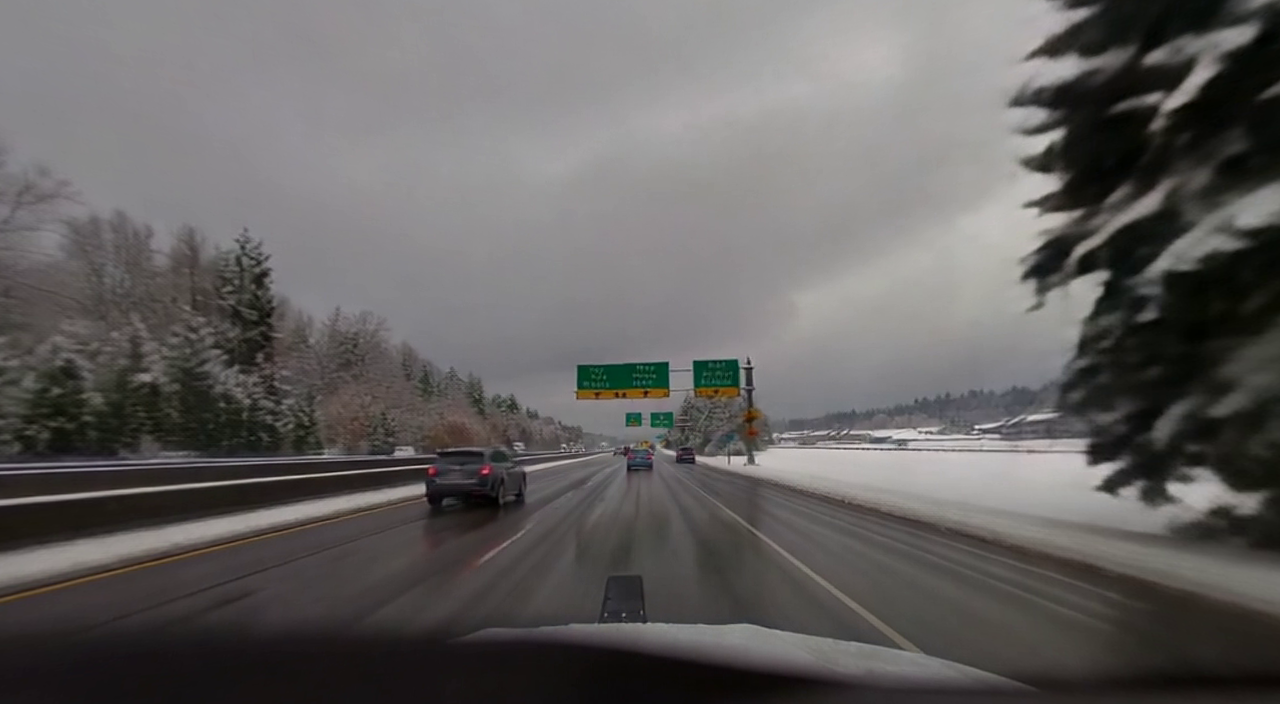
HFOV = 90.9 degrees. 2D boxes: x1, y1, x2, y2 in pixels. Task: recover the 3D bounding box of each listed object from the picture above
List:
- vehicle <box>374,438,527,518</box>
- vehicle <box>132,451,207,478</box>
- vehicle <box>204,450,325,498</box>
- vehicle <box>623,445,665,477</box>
[{"bbox_3d":[-4.110,2.835,14.627,2.081,1.534,4.543,0,-9,1],"label":"vehicle"},{"bbox_3d":[-27.452,6.576,36.900,1.736,1.475,3.535,0,-9,-2],"label":"vehicle"},{"bbox_3d":[-12.685,4.115,21.587,1.787,1.447,3.776,0,-9,1],"label":"vehicle"},{"bbox_3d":[0.168,5.390,31.331,1.960,1.456,3.818,0,-9,0],"label":"vehicle"}]
